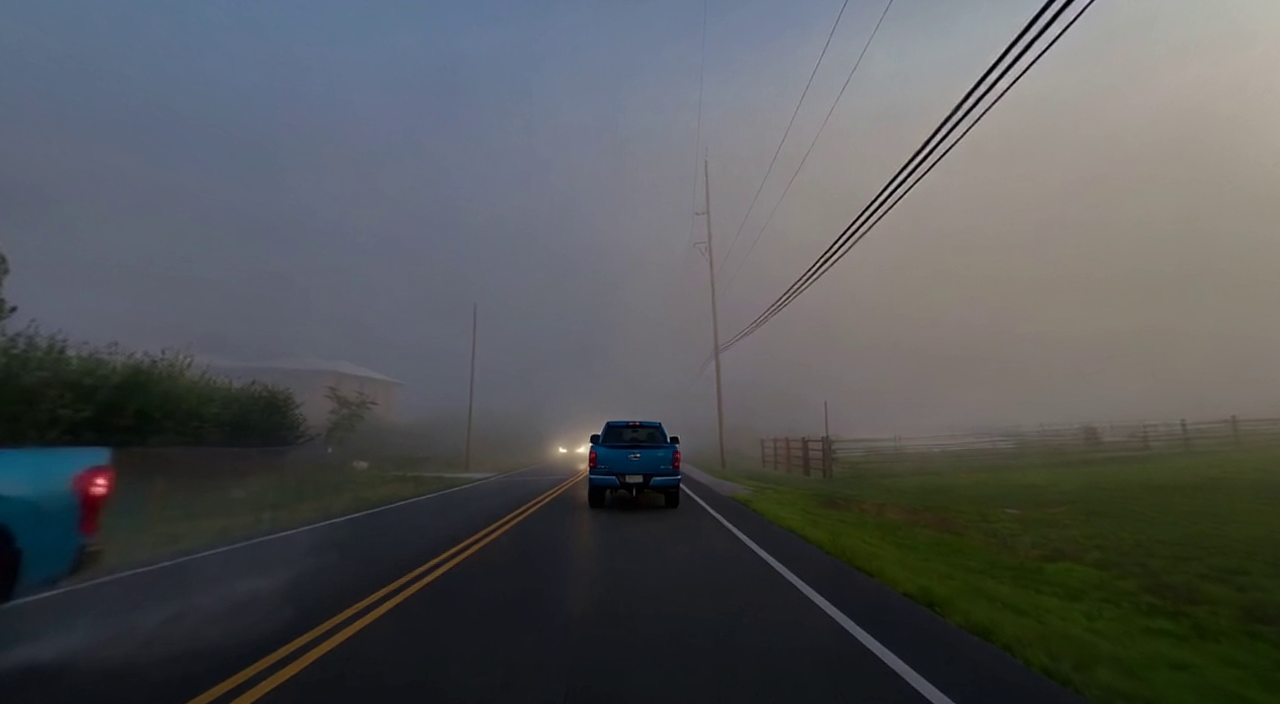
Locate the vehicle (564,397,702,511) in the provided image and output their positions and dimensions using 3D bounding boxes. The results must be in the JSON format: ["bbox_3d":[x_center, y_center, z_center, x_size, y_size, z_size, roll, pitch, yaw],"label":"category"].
[{"bbox_3d":[-0.196,2.431,15.425,2.693,2.223,5.885,0,-9,-1],"label":"vehicle"}]
